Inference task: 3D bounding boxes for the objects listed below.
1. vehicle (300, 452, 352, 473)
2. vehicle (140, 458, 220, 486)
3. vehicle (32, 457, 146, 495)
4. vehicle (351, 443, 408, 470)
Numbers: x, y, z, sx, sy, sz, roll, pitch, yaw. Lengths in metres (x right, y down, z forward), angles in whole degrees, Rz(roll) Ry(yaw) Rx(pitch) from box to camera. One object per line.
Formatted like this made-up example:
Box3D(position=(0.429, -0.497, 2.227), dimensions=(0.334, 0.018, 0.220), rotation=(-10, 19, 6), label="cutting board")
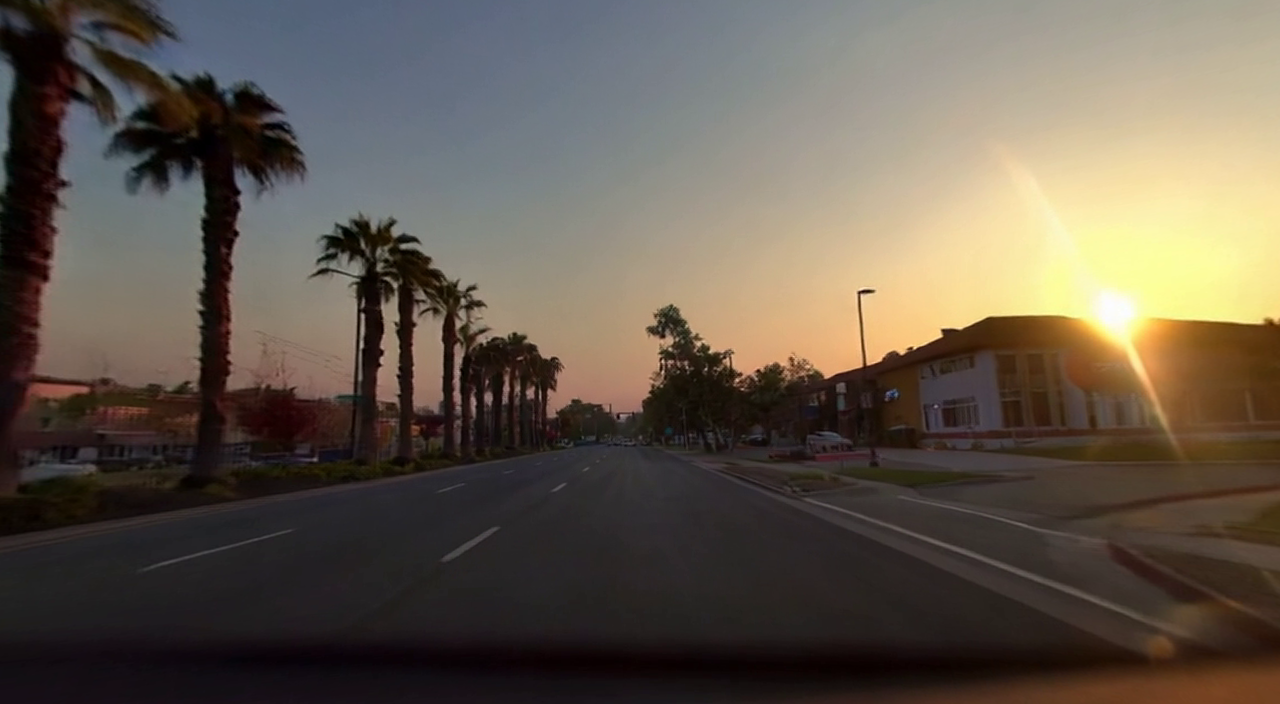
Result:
Box3D(position=(-24.563, 8.622, 49.576), dimensions=(1.837, 1.492, 4.629), rotation=(0, -8, -2), label="vehicle")
Box3D(position=(-27.632, 7.187, 38.093), dimensions=(1.771, 1.494, 4.088), rotation=(-1, -8, -1), label="vehicle")
Box3D(position=(-27.406, 6.145, 31.663), dimensions=(1.938, 1.667, 4.364), rotation=(0, -8, -4), label="vehicle")
Box3D(position=(-17.550, 7.049, 42.744), dimensions=(2.019, 1.694, 4.401), rotation=(0, -8, -1), label="vehicle")
